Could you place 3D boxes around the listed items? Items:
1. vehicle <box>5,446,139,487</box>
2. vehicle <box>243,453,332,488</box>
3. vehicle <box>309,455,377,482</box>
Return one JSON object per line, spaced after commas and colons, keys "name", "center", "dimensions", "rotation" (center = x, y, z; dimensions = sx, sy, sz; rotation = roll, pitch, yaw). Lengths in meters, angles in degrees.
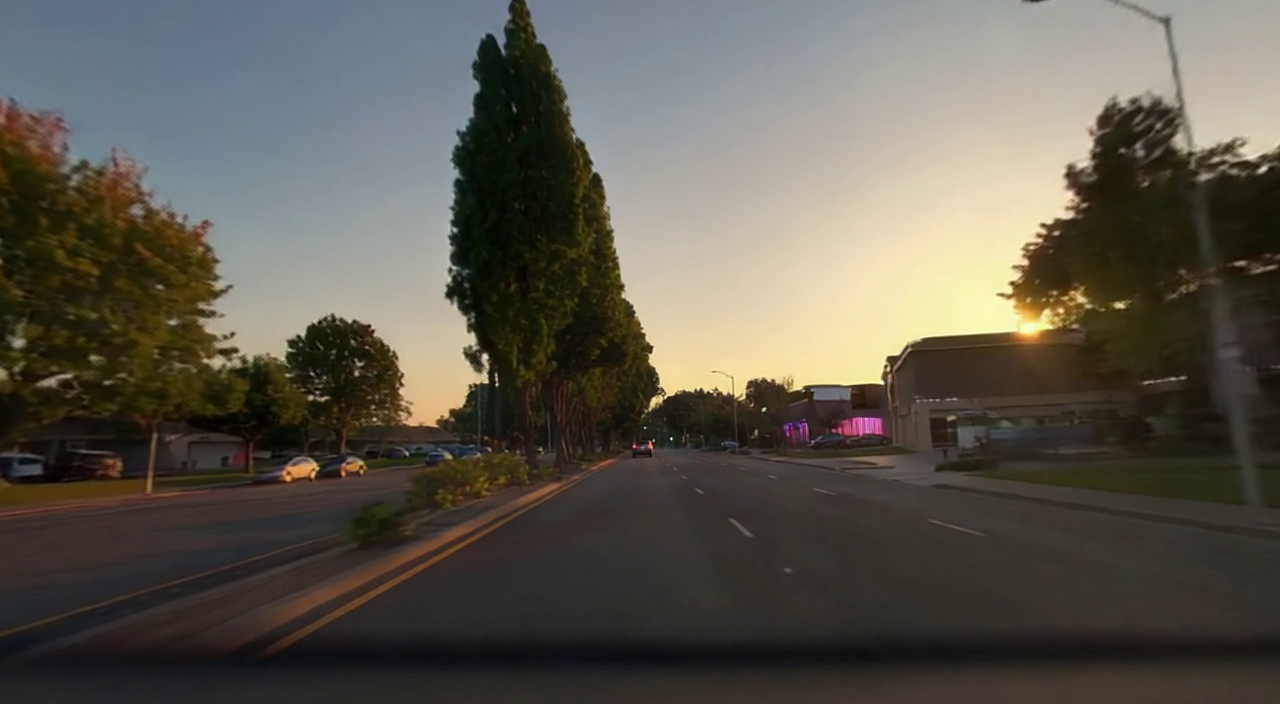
{"name": "vehicle", "center": [-26.764, 5.378, 29.834], "dimensions": [4.261, 1.781, 1.985], "rotation": [0, -8, -4]}
{"name": "vehicle", "center": [-18.923, 6.347, 34.124], "dimensions": [1.959, 1.682, 4.628], "rotation": [-1, -8, 2]}
{"name": "vehicle", "center": [-18.631, 7.281, 39.772], "dimensions": [1.861, 1.499, 4.535], "rotation": [-1, -8, 3]}
